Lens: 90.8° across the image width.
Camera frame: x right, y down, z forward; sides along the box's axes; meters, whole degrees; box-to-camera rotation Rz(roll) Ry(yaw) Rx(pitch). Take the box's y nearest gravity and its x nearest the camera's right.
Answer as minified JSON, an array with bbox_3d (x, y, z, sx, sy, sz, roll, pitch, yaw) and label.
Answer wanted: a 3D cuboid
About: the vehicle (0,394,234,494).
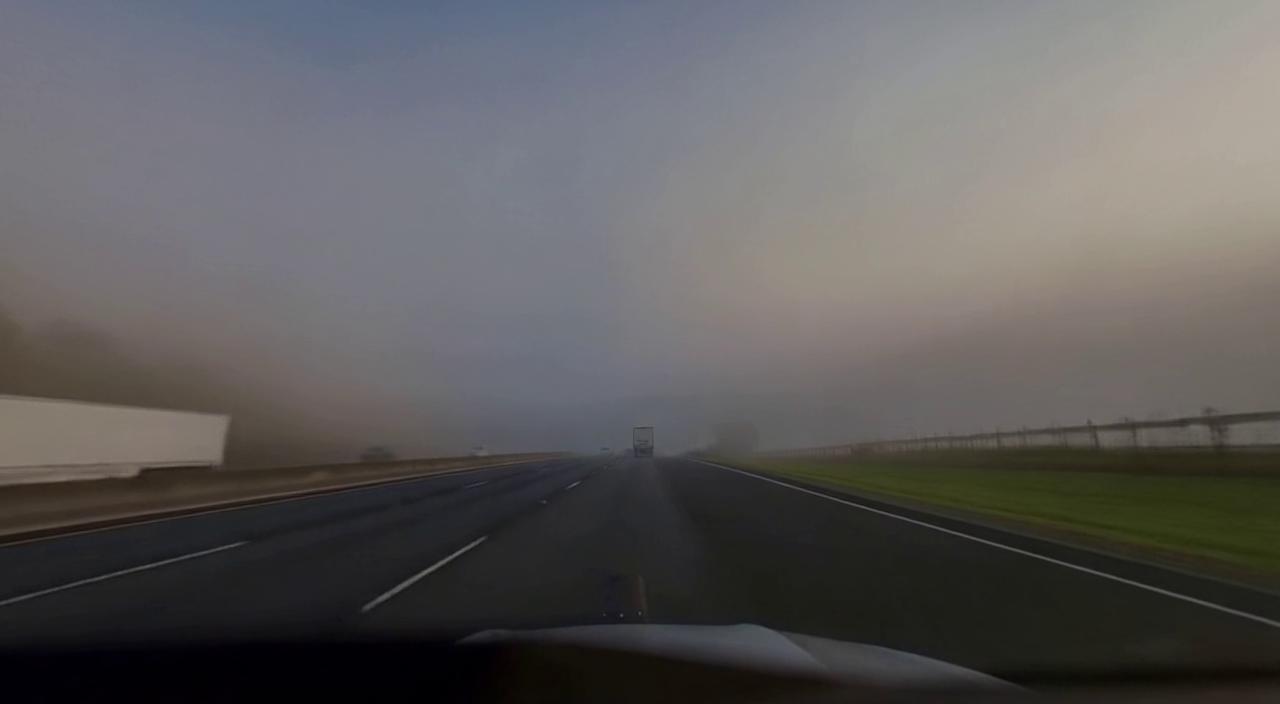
[{"bbox_3d":[-24.581,4.294,29.031,3.175,3.558,12.876,-1,-9,0],"label":"vehicle"}]
